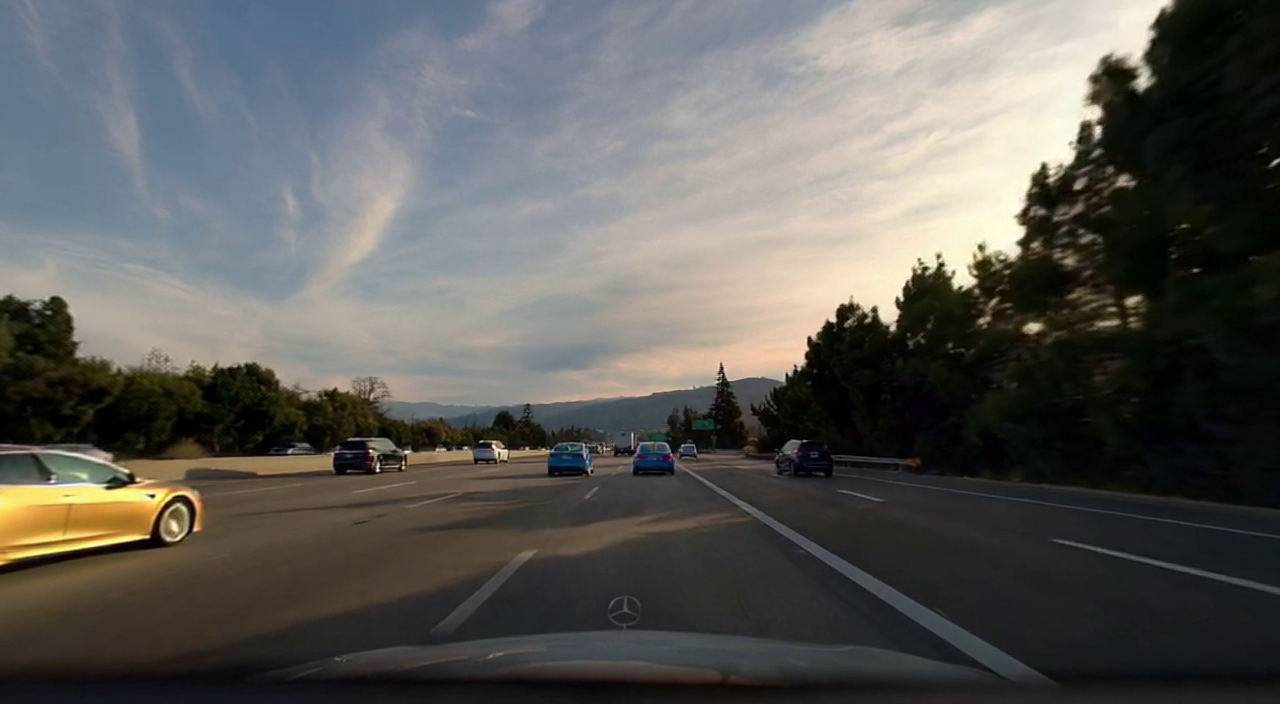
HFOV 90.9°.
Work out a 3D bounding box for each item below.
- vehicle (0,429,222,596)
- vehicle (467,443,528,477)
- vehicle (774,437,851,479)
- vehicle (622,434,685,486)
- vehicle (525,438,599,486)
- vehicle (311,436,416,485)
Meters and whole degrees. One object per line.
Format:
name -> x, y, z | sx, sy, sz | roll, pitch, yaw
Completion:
vehicle -> -6.745, 1.513, 6.154 | 2.116, 1.473, 4.644 | 0, -8, 0
vehicle -> -6.681, 5.090, 29.947 | 1.886, 1.455, 4.148 | -1, -8, 1
vehicle -> 7.755, 4.788, 28.794 | 2.071, 1.754, 4.484 | 0, -8, -2
vehicle -> 0.474, 3.947, 23.382 | 2.114, 1.715, 4.136 | -1, -8, 1
vehicle -> -2.782, 4.056, 23.625 | 2.102, 1.624, 4.257 | -1, -8, 2
vehicle -> -10.388, 4.092, 24.101 | 1.947, 1.683, 4.331 | -1, -8, 1
